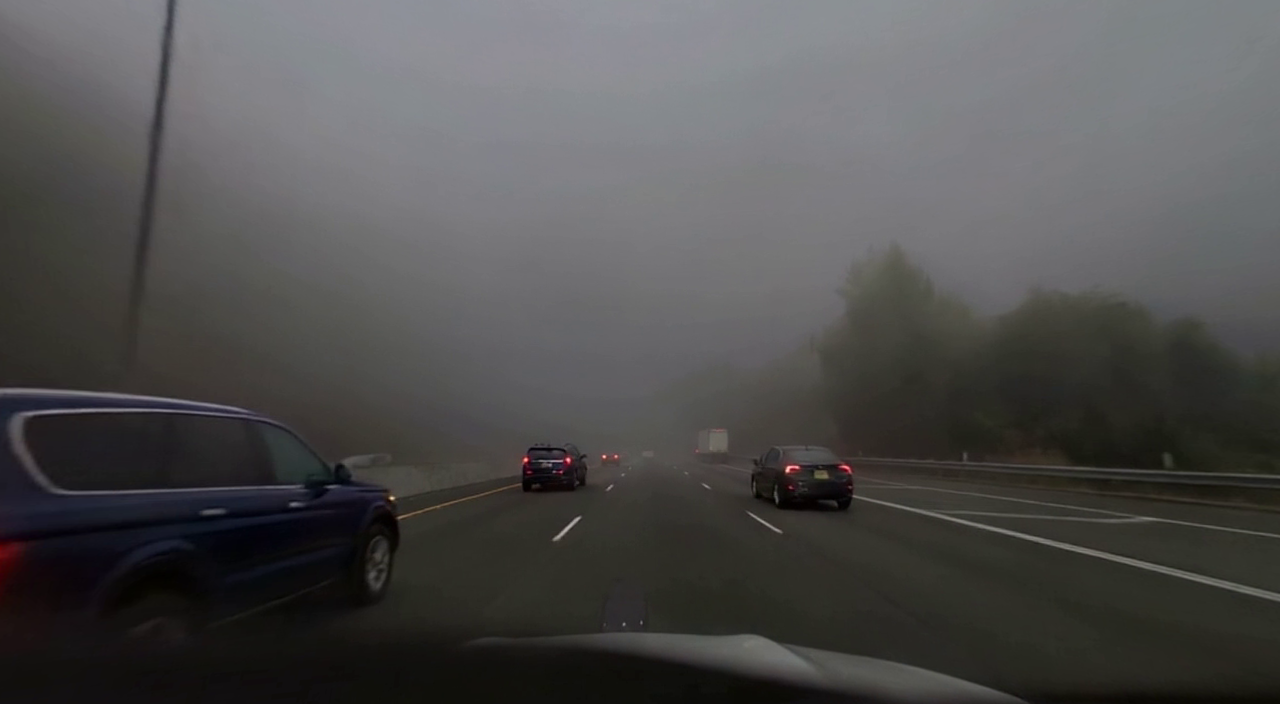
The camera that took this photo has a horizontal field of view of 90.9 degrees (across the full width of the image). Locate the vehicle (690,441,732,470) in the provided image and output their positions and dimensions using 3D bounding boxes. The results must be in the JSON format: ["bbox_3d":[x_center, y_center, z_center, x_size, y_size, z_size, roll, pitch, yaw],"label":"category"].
[{"bbox_3d":[4.483,6.626,40.632,2.144,1.752,4.765,0,-8,0],"label":"vehicle"}]

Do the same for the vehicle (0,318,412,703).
[{"bbox_3d":[-3.324,0.997,3.729,2.139,1.764,4.707,-1,-8,1],"label":"vehicle"}]

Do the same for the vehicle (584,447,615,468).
[{"bbox_3d":[-3.072,8.072,48.673,2.099,1.494,4.504,-1,-8,1],"label":"vehicle"}]

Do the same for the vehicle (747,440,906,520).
[{"bbox_3d":[3.906,2.756,14.282,2.040,1.461,4.822,0,-8,-1],"label":"vehicle"}]

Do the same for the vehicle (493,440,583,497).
[{"bbox_3d":[-3.140,3.713,20.597,1.974,1.589,5.047,-1,-8,2],"label":"vehicle"}]
